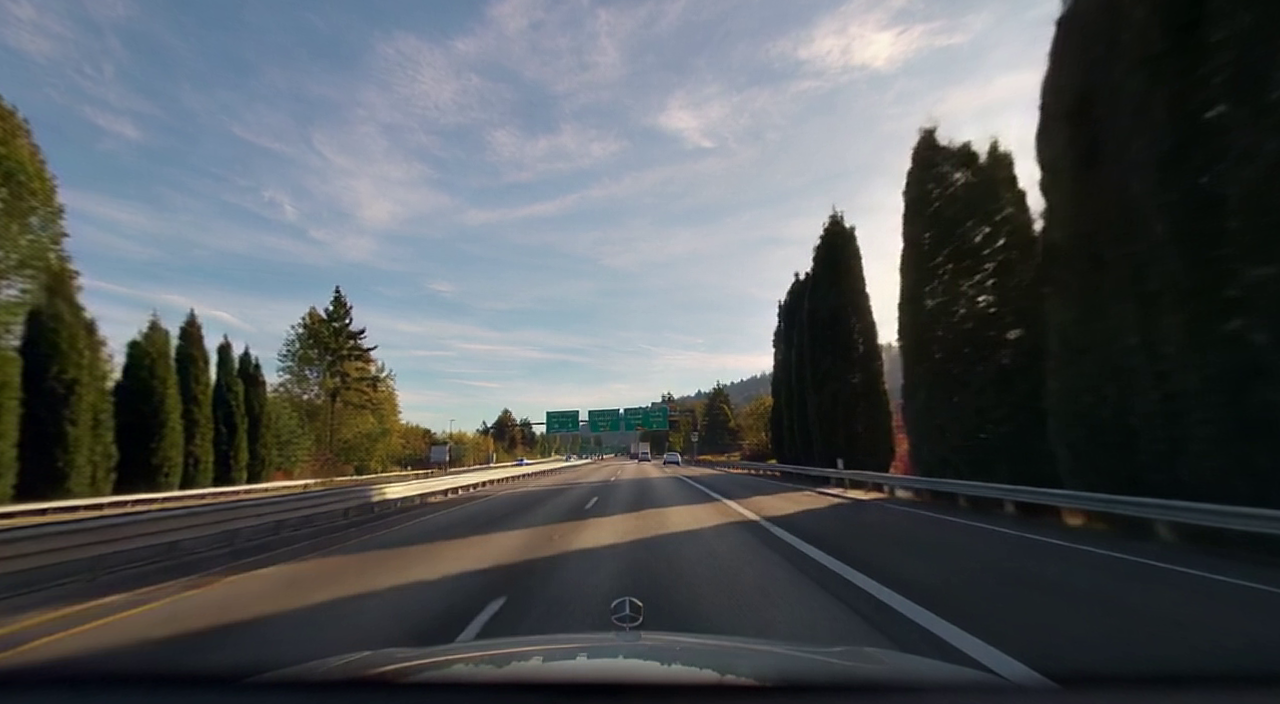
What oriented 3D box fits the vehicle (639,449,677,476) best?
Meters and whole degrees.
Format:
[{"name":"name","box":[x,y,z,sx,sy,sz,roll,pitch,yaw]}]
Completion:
[{"name":"vehicle","box":[0.994,6.379,36.569,2.036,1.457,3.471,0,-9,-1]}]
